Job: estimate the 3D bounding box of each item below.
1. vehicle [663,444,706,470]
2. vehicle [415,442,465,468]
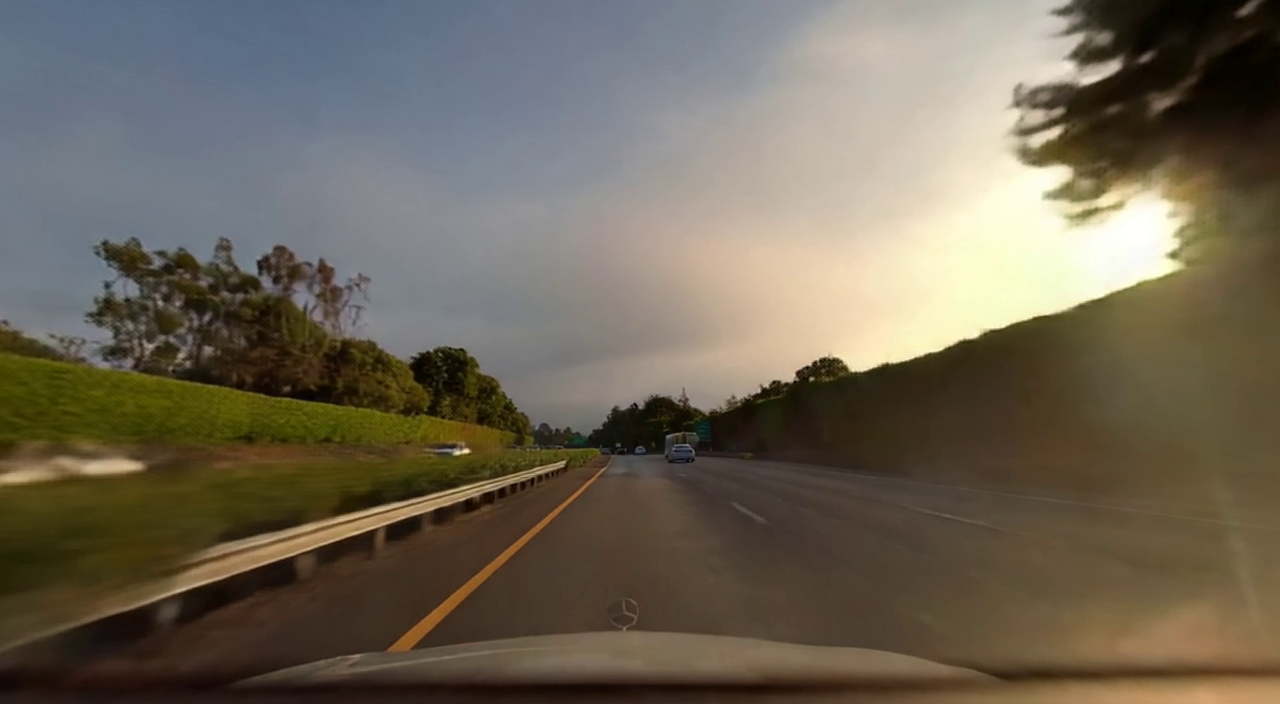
[{"bbox_3d":[2.731,6.585,39.445,2.244,1.498,4.338,0,-9,-2],"label":"vehicle"},{"bbox_3d":[-13.614,7.042,42.935,2.049,1.633,4.350,0,-9,-1],"label":"vehicle"}]
